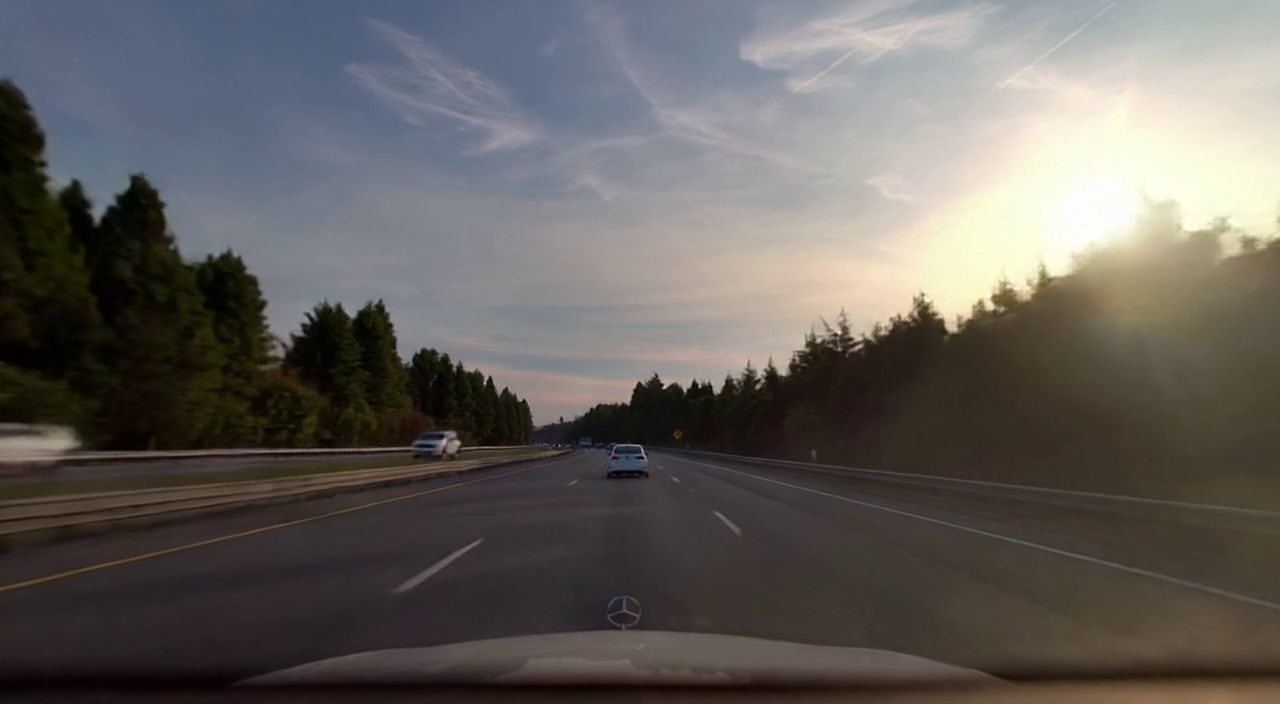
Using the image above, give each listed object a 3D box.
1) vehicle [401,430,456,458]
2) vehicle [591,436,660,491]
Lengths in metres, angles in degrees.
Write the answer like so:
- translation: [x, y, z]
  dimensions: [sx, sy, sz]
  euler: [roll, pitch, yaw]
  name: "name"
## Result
- translation: [-14.030, 6.152, 42.127]
  dimensions: [2.090, 1.762, 4.769]
  euler: [0, -9, -1]
  name: "vehicle"
- translation: [-0.461, 3.529, 20.303]
  dimensions: [2.011, 1.590, 3.607]
  euler: [0, -9, -1]
  name: "vehicle"
